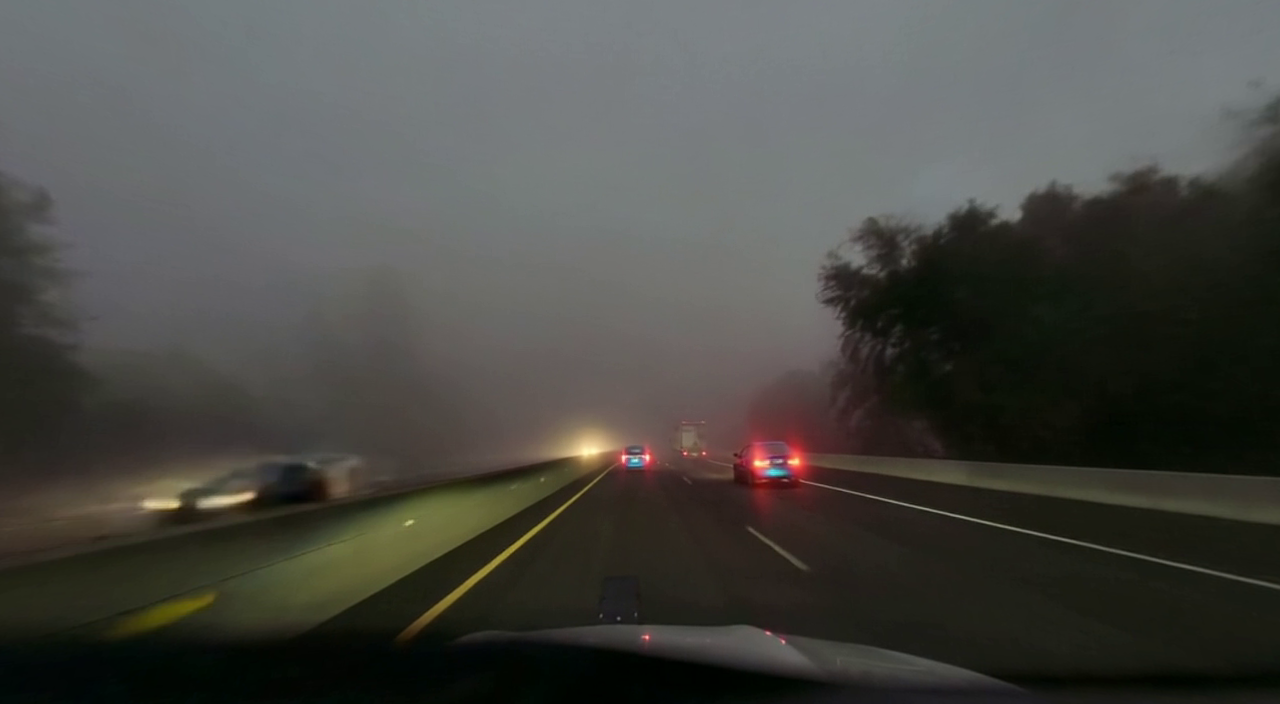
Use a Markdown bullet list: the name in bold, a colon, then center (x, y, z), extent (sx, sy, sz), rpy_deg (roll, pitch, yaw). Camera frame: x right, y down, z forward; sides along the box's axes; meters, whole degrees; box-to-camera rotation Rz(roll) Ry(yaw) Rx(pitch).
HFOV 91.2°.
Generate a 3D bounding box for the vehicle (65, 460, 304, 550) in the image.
- **vehicle**: center (-9.345, 3.122, 13.442), extent (1.912, 1.503, 4.270), rpy_deg (-1, -9, 0)

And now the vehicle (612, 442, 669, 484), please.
- **vehicle**: center (0.005, 4.320, 24.600), extent (2.066, 1.490, 3.759), rpy_deg (0, -9, 0)

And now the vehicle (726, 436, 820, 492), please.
- **vehicle**: center (3.962, 3.425, 19.475), extent (1.953, 1.540, 4.101), rpy_deg (0, -9, -1)
